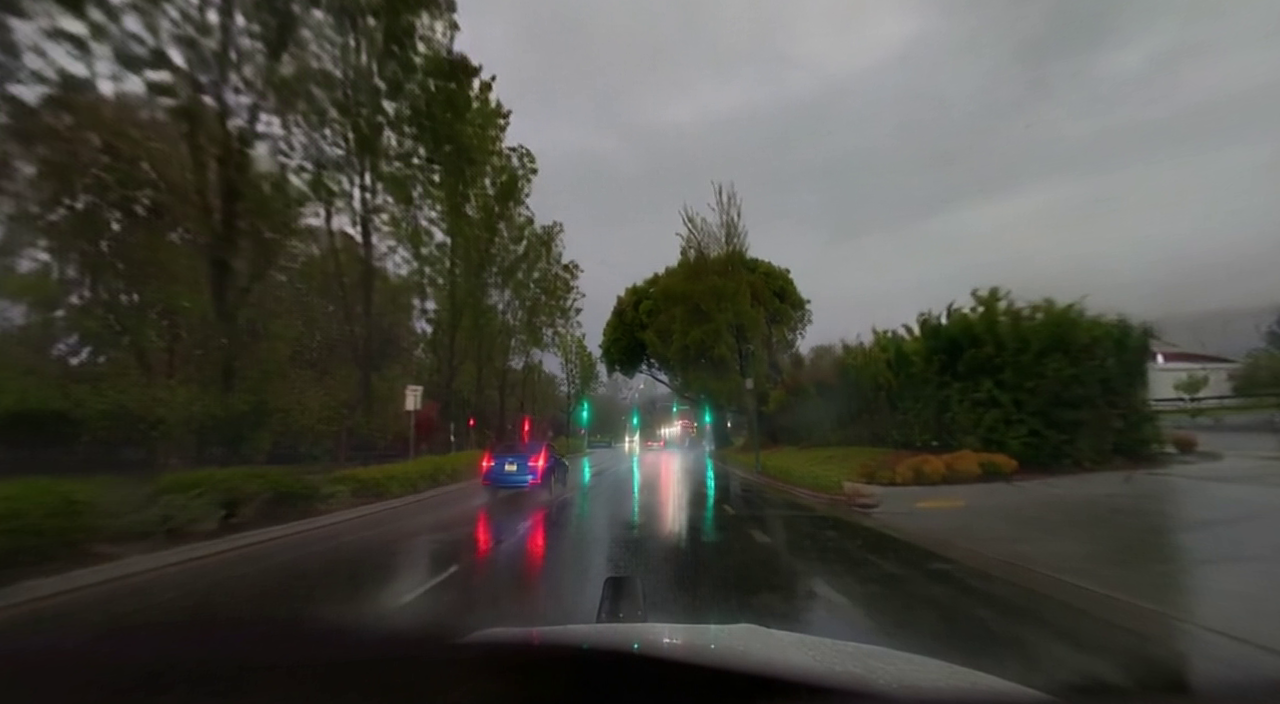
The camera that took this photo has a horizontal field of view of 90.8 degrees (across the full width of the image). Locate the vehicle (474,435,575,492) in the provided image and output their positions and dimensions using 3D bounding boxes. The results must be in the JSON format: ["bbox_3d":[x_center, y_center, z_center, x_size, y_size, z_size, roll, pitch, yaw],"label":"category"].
[{"bbox_3d":[-3.314,3.331,19.217,2.038,1.486,4.678,0,-9,2],"label":"vehicle"}]
